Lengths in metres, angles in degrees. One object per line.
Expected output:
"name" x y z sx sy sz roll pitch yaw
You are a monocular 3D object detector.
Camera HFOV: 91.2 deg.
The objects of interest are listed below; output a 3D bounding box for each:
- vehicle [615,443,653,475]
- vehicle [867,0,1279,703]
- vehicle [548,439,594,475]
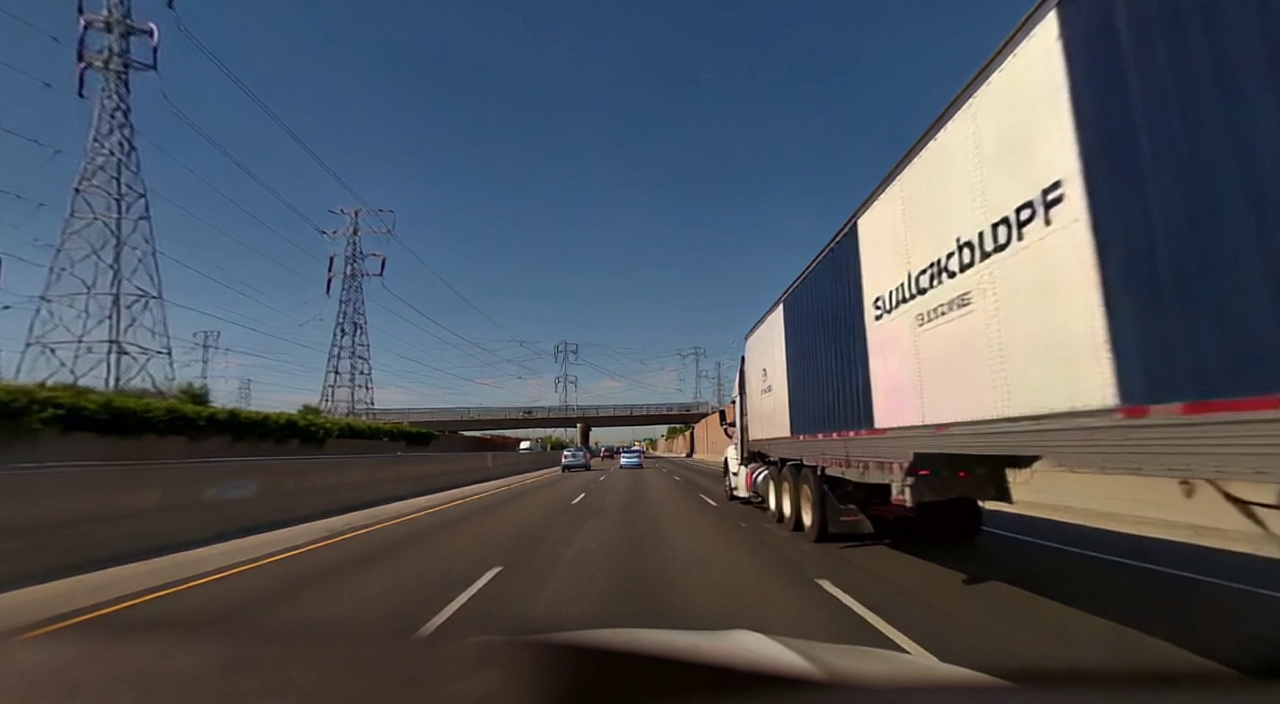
"vehicle" -0.354 5.944 35.010 2.004 1.615 4.113 0 -9 0
"vehicle" 3.942 -0.290 2.485 2.859 3.917 8.481 -1 -9 0
"vehicle" -3.910 6.060 36.360 2.077 1.884 4.961 0 -9 0
